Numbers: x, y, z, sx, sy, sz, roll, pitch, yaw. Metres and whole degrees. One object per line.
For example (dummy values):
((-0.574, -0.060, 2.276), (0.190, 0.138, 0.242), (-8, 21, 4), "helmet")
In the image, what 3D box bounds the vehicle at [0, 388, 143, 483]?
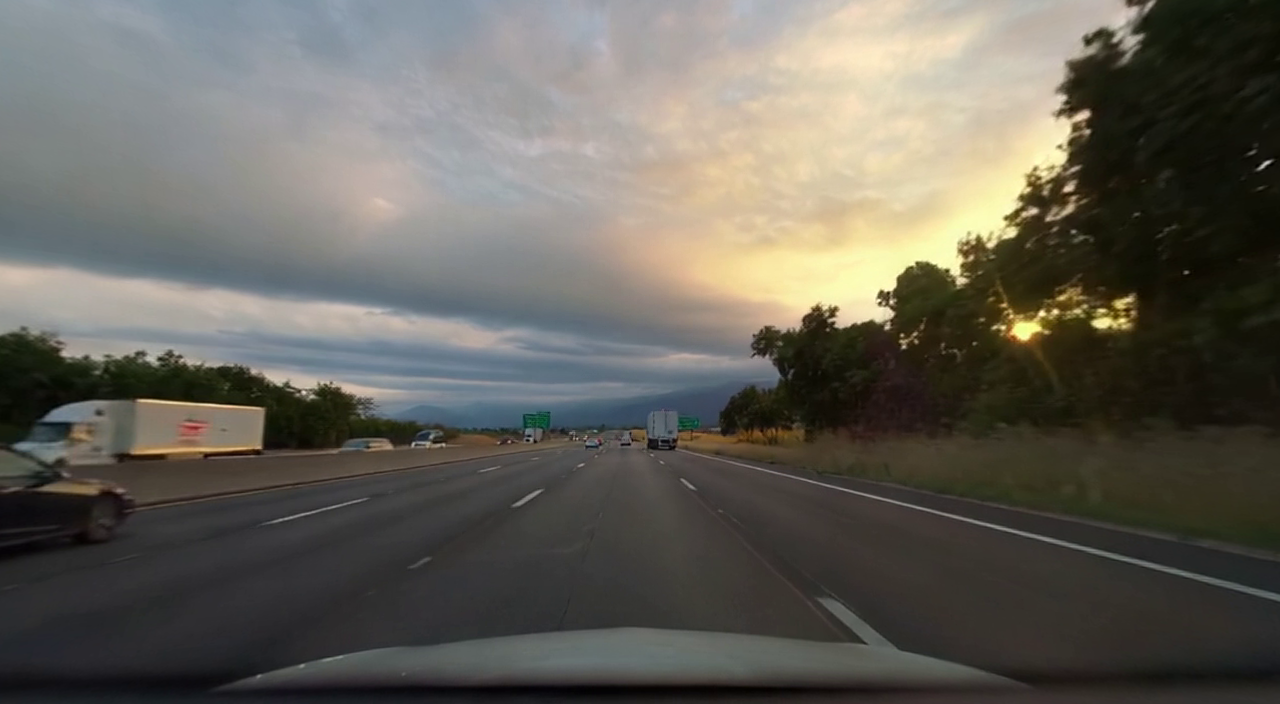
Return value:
((-23.333, 3.344, 25.268), (2.851, 3.407, 4.697), (0, -8, -2), "vehicle")

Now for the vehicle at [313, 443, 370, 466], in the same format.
((-19.930, 6.829, 42.268), (1.893, 1.434, 4.118), (0, -8, -1), "vehicle")
